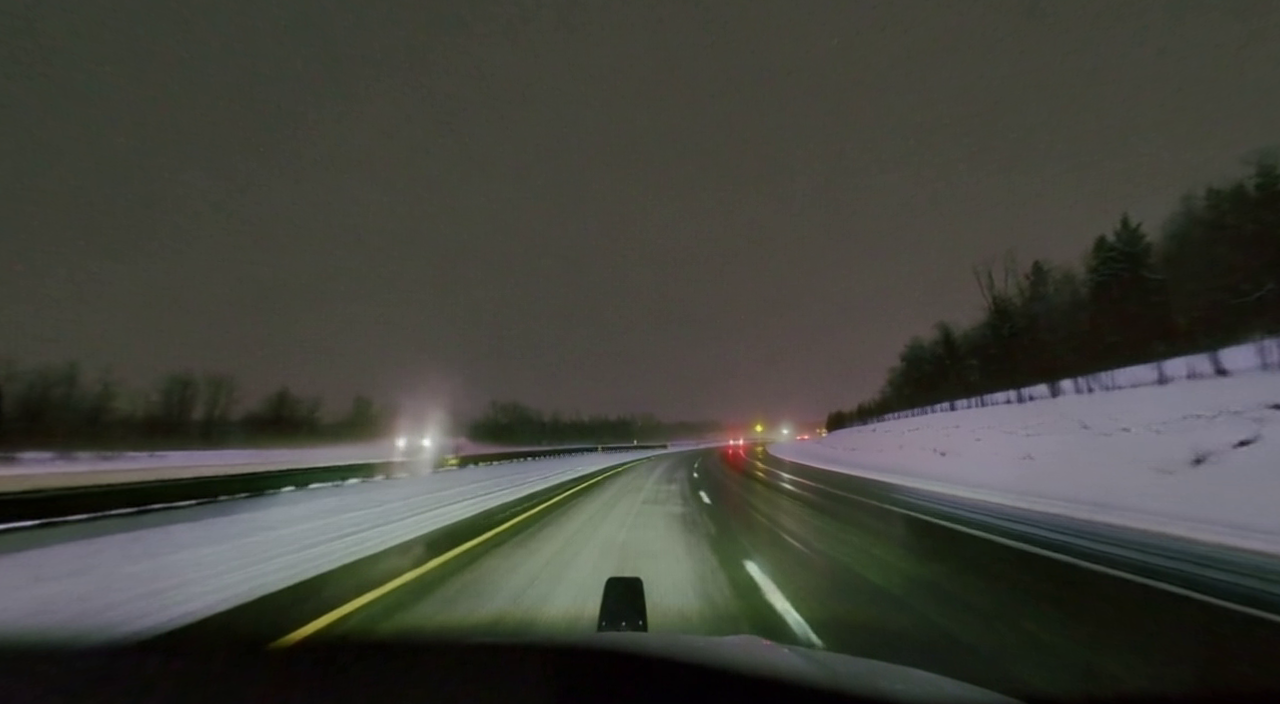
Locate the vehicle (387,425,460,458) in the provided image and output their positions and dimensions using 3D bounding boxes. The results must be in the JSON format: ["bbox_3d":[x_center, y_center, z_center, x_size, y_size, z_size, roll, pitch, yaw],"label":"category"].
[{"bbox_3d":[-13.724,5.748,40.451,2.252,1.926,5.495,-1,-9,6],"label":"vehicle"}]
